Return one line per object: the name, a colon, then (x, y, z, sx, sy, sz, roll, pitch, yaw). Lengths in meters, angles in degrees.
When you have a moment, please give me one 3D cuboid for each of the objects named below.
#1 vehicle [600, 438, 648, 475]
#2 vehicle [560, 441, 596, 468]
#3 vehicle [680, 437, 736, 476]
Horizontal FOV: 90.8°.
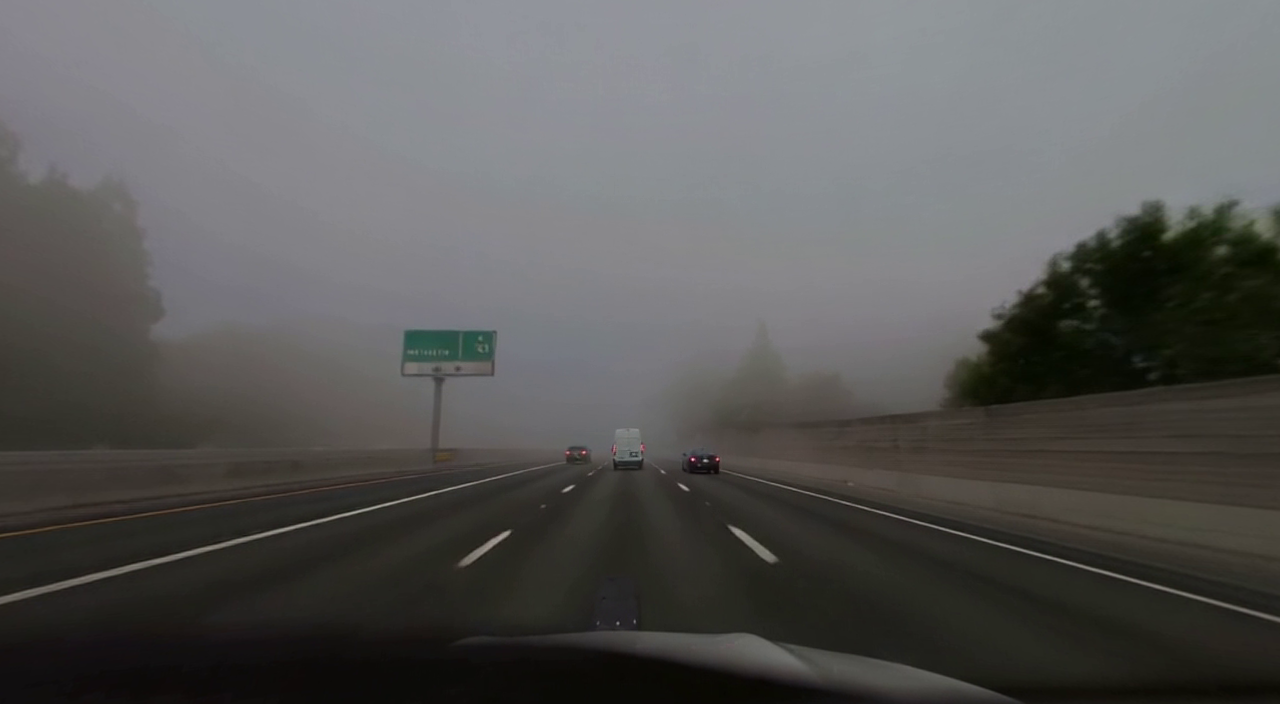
vehicle: (-0.798, 5.377, 32.759, 2.297, 1.783, 4.355, 0, -8, -1)
vehicle: (-4.163, 6.957, 43.164, 2.023, 1.709, 4.263, 0, -8, 0)
vehicle: (3.230, 5.113, 31.073, 2.160, 1.759, 4.214, 0, -8, -2)
